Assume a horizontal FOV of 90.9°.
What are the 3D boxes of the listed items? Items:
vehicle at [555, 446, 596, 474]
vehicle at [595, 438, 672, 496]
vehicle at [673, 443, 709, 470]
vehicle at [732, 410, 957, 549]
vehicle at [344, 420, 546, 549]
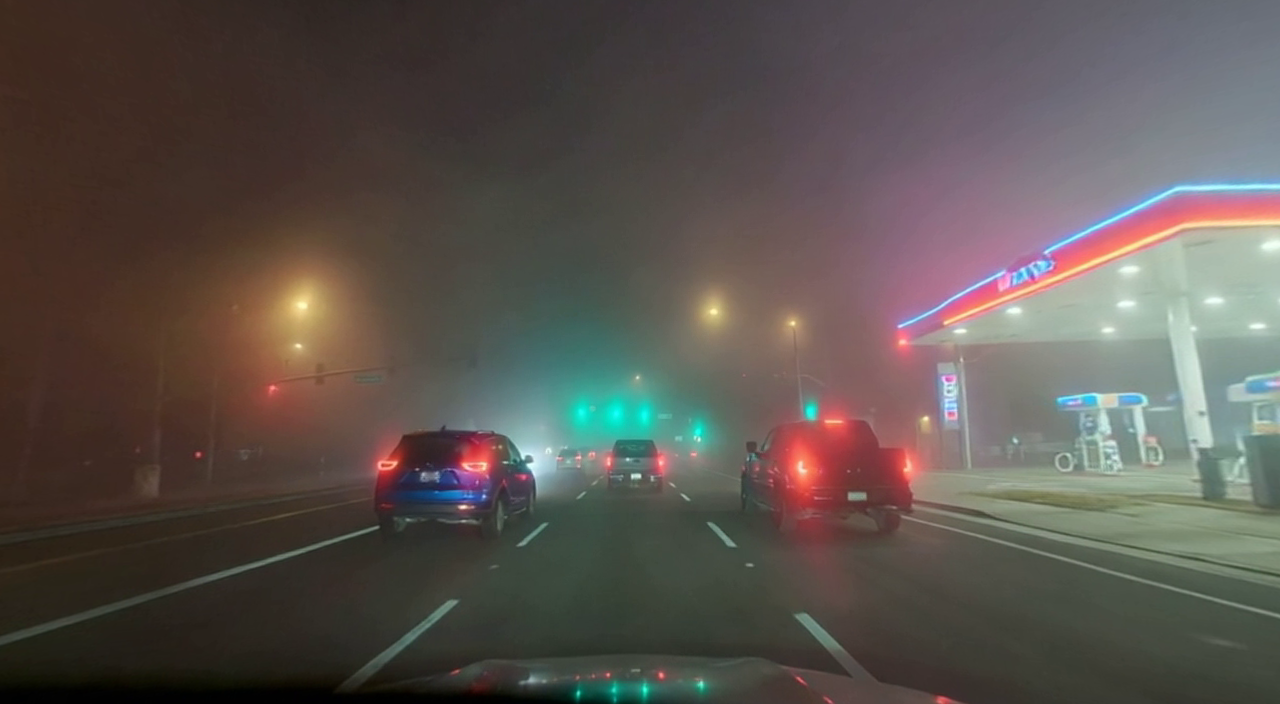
[{"bbox_3d":[-3.577,6.046,35.582,1.954,1.497,4.078,0,-8,-1],"label":"vehicle"},{"bbox_3d":[-0.203,3.586,20.059,2.181,1.650,4.083,0,-8,-1],"label":"vehicle"},{"bbox_3d":[3.514,7.269,43.987,2.122,1.745,4.337,0,-8,0],"label":"vehicle"},{"bbox_3d":[3.169,2.129,11.290,2.161,1.868,5.321,0,-8,-1],"label":"vehicle"},{"bbox_3d":[-2.981,2.126,10.771,2.019,1.731,4.299,0,-8,0],"label":"vehicle"}]
